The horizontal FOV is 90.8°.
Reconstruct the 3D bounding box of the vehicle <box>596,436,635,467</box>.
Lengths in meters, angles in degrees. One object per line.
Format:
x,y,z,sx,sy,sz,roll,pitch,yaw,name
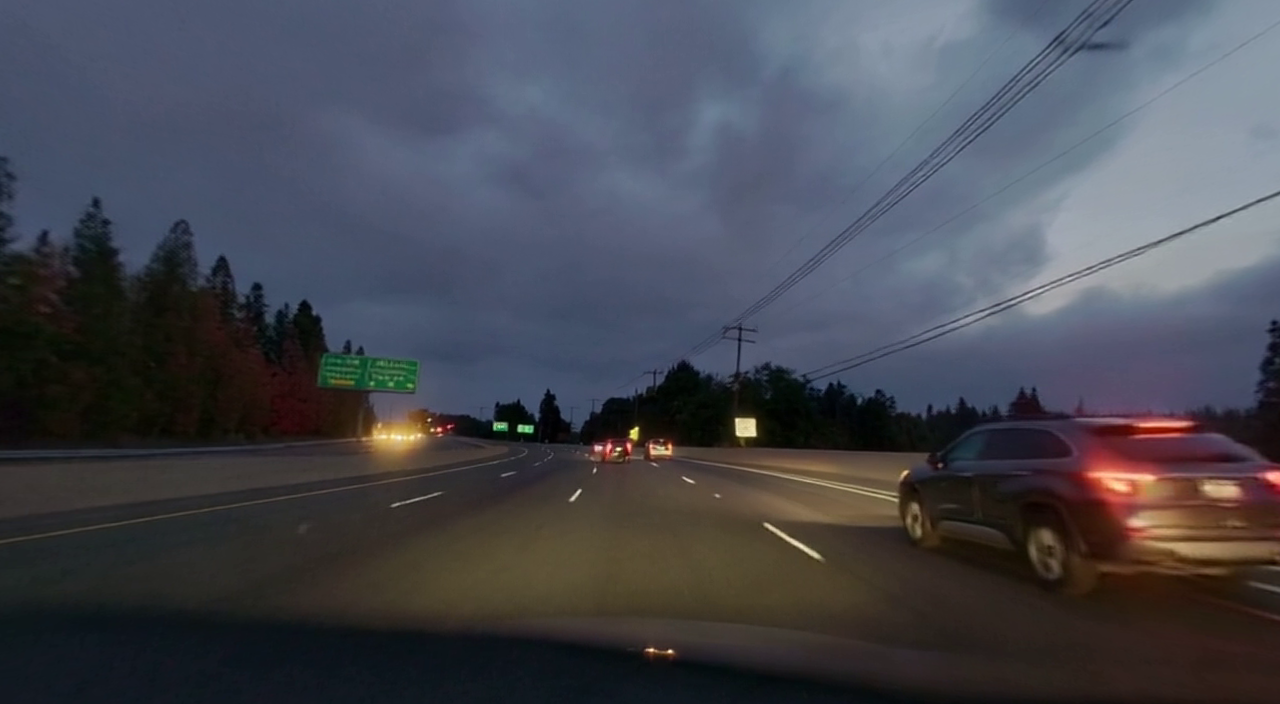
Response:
-1.518,5.913,37.645,2.188,1.714,3.921,0,-8,-4,vehicle

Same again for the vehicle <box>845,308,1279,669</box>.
4.446,1.170,6.609,2.504,2.033,5.979,0,-8,-1,vehicle
